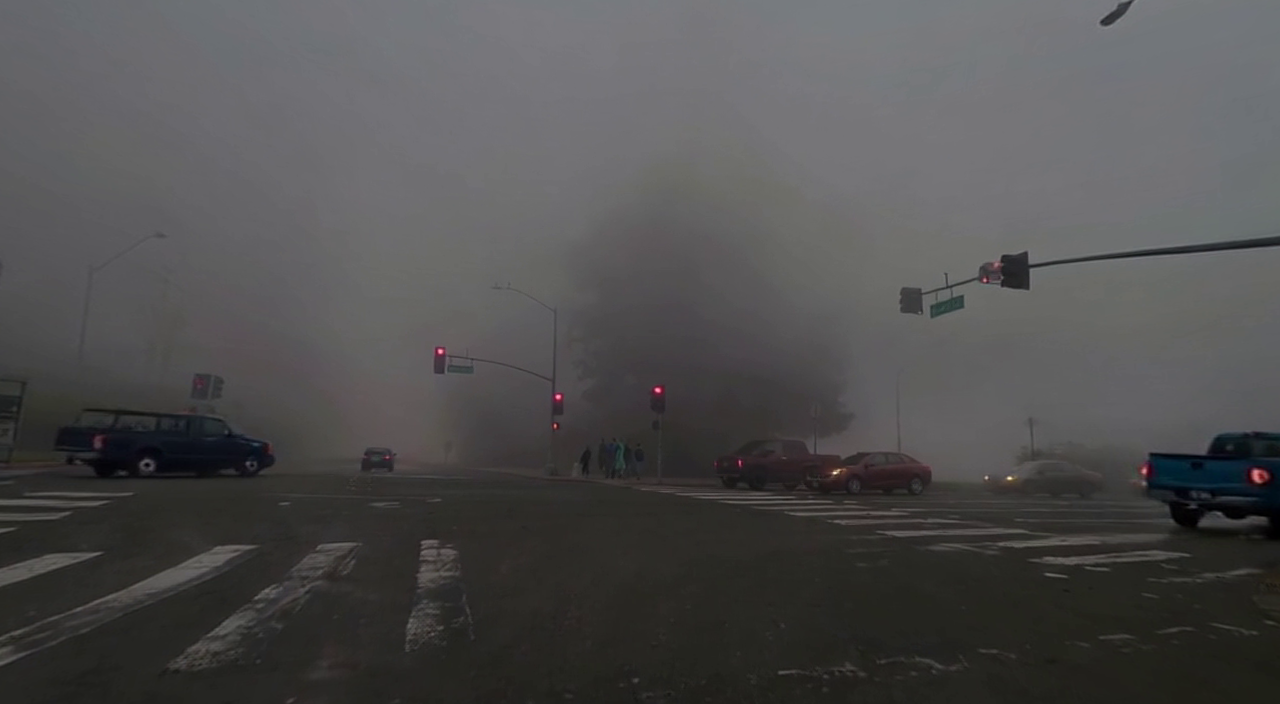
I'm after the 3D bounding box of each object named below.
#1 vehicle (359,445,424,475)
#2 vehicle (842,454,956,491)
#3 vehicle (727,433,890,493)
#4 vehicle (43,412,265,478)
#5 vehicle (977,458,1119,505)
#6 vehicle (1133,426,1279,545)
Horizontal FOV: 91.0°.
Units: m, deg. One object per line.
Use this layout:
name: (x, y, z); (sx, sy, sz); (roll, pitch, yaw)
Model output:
vehicle: (-13.619, 5.948, 34.829); (1.964, 1.525, 4.750); (1, -9, -4)
vehicle: (12.086, 5.639, 29.552); (4.537, 1.608, 1.827); (1, -9, -6)
vehicle: (6.274, 4.187, 23.770); (5.535, 1.896, 2.170); (4, -9, -7)
vehicle: (-16.875, 3.310, 22.299); (2.243, 2.011, 5.631); (-5, -10, 29)
vehicle: (16.175, 5.111, 25.099); (4.356, 1.498, 1.957); (-2, -8, -5)
vehicle: (15.535, 3.038, 14.862); (5.978, 2.400, 2.851); (3, -9, -14)
